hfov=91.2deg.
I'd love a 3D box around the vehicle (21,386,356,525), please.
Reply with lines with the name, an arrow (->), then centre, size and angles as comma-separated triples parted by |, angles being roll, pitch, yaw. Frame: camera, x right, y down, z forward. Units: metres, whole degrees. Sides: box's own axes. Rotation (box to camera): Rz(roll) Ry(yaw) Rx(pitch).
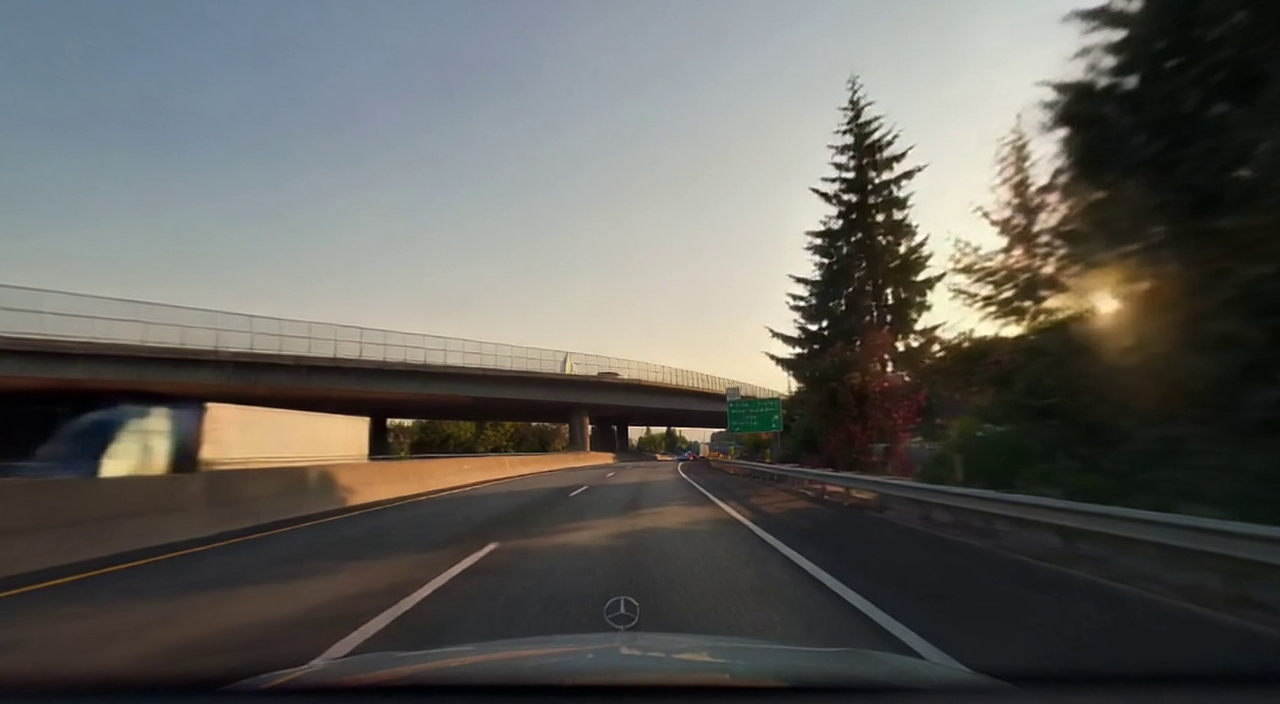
vehicle -> -16.407, 4.101, 25.447 | 2.910, 4.014, 14.092 | -1, -9, 1
